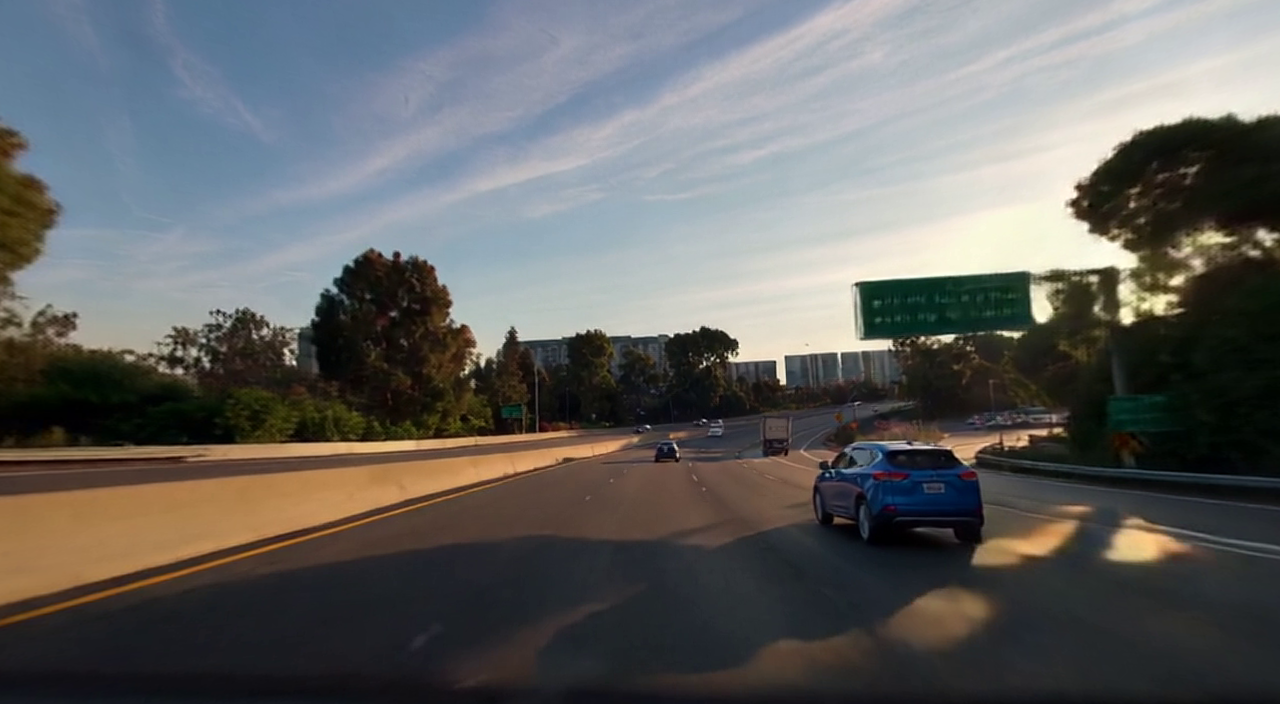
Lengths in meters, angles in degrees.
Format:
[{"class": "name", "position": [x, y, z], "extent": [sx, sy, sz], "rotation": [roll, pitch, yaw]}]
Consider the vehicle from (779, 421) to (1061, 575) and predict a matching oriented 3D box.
[{"class": "vehicle", "position": [3.538, 1.910, 9.113], "extent": [2.097, 1.659, 4.320], "rotation": [0, -8, 0]}]

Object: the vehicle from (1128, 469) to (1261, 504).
[{"class": "vehicle", "position": [29.769, 7.238, 34.081], "extent": [4.780, 1.646, 2.120], "rotation": [-4, -9, 13]}]

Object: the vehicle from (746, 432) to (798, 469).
[{"class": "vehicle", "position": [8.570, 6.483, 41.693], "extent": [2.526, 2.230, 6.190], "rotation": [0, -8, 4]}]

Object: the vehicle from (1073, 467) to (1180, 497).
[{"class": "vehicle", "position": [28.918, 7.784, 37.727], "extent": [4.550, 1.450, 1.876], "rotation": [-5, -6, 17]}]

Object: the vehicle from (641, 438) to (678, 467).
[{"class": "vehicle", "position": [1.360, 6.556, 41.365], "extent": [2.181, 1.768, 4.383], "rotation": [-1, -8, 5]}]
